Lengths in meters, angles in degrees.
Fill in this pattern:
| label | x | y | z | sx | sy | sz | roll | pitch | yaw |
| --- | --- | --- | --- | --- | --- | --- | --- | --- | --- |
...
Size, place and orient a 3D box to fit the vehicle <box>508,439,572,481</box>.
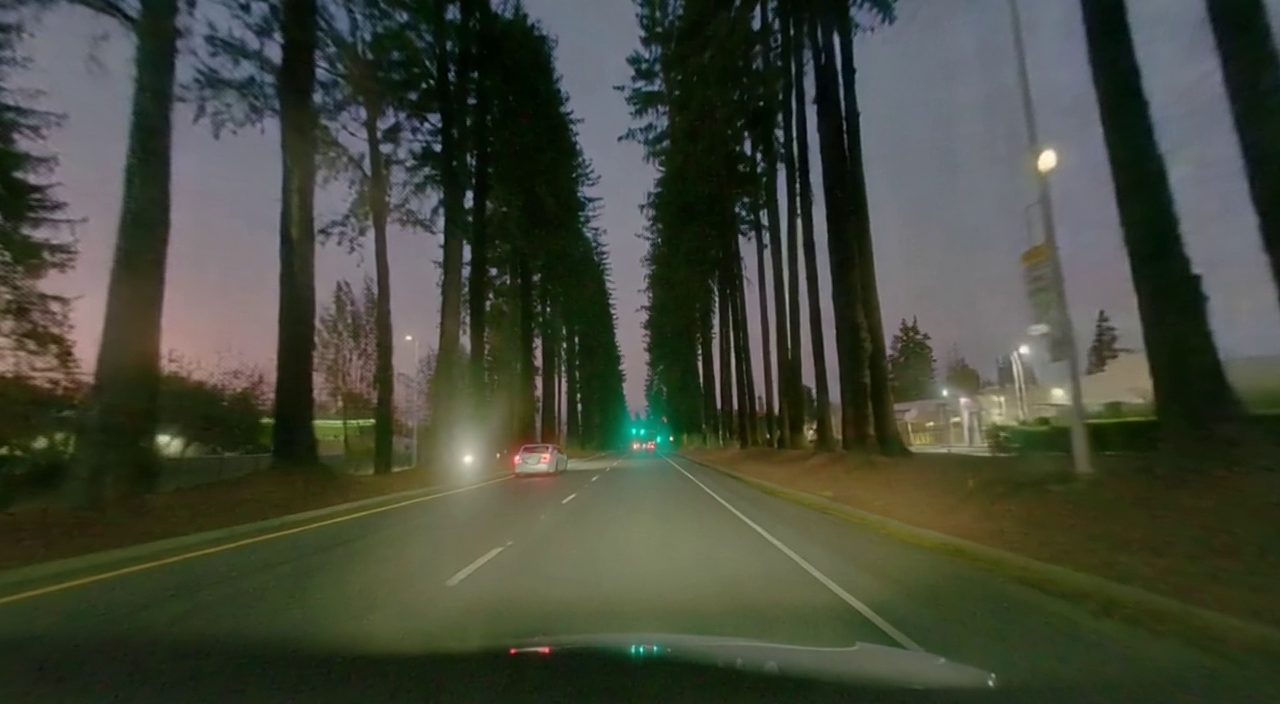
| label | x | y | z | sx | sy | sz | roll | pitch | yaw |
| --- | --- | --- | --- | --- | --- | --- | --- | --- | --- |
| vehicle | -4.154 | 4.545 | 26.856 | 1.914 | 1.630 | 4.351 | 0 | -8 | 1 |
